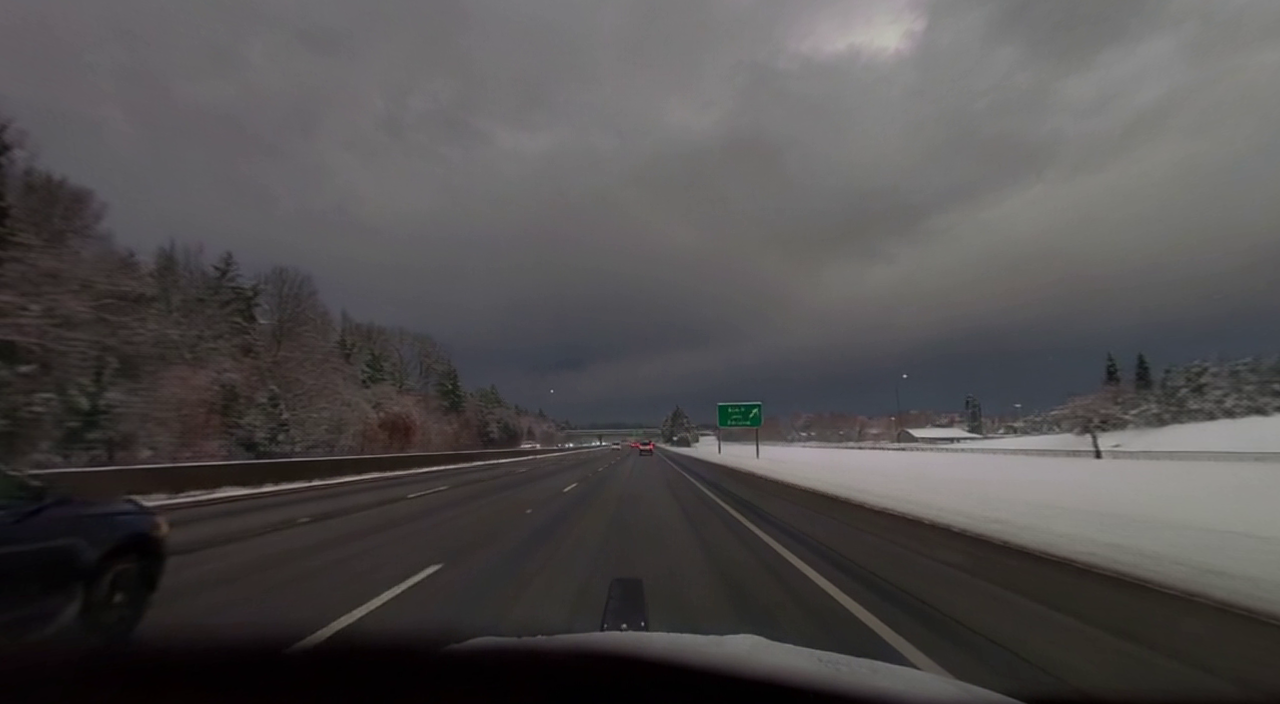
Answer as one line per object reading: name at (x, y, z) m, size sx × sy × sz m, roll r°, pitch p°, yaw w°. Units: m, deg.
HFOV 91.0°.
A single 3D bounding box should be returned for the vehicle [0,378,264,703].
vehicle at (-3.716, 0.811, 2.006) m, size 2.061 × 1.572 × 4.814 m, roll 0°, pitch -8°, yaw 0°
